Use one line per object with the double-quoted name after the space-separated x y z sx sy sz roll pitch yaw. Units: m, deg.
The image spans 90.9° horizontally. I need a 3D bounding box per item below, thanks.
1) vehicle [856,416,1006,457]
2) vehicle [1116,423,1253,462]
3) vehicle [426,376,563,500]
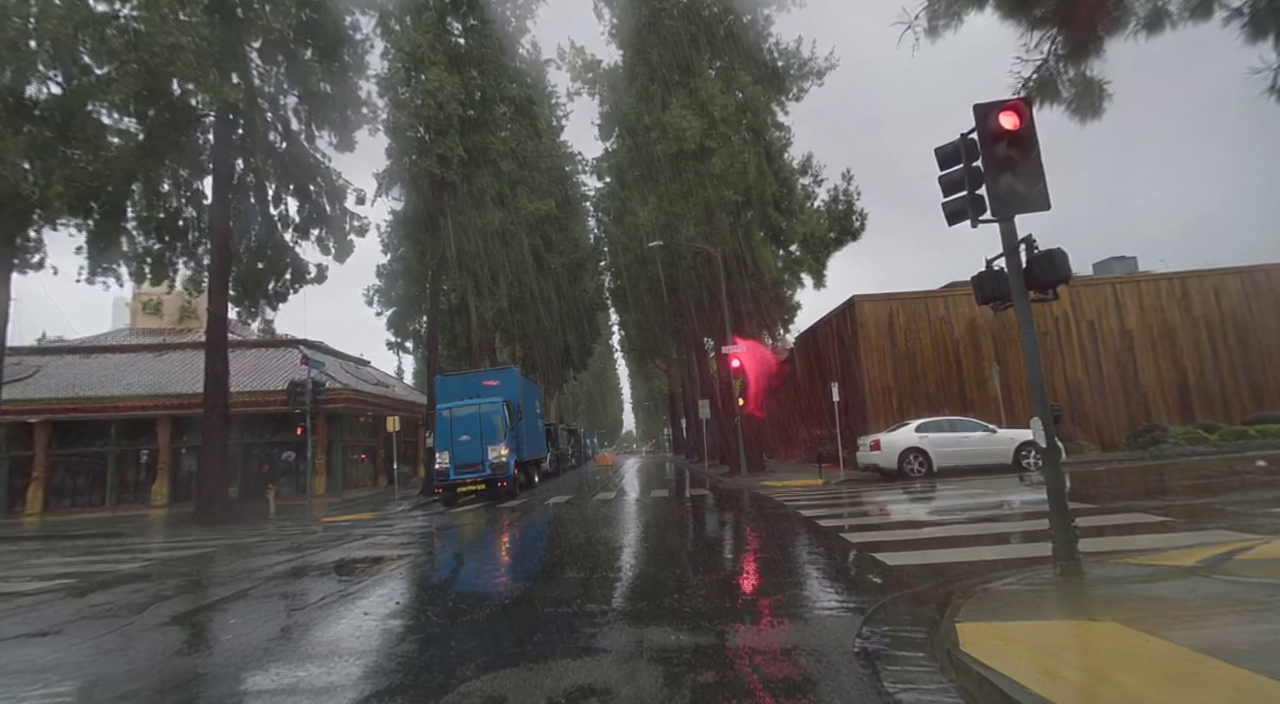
10.680 3.141 23.425 4.643 1.456 1.820 -1 -8 5 "vehicle"
24.939 4.173 29.022 4.268 1.695 2.053 0 -8 3 "vehicle"
-5.751 3.730 27.165 3.113 4.041 10.284 -6 -8 0 "vehicle"
